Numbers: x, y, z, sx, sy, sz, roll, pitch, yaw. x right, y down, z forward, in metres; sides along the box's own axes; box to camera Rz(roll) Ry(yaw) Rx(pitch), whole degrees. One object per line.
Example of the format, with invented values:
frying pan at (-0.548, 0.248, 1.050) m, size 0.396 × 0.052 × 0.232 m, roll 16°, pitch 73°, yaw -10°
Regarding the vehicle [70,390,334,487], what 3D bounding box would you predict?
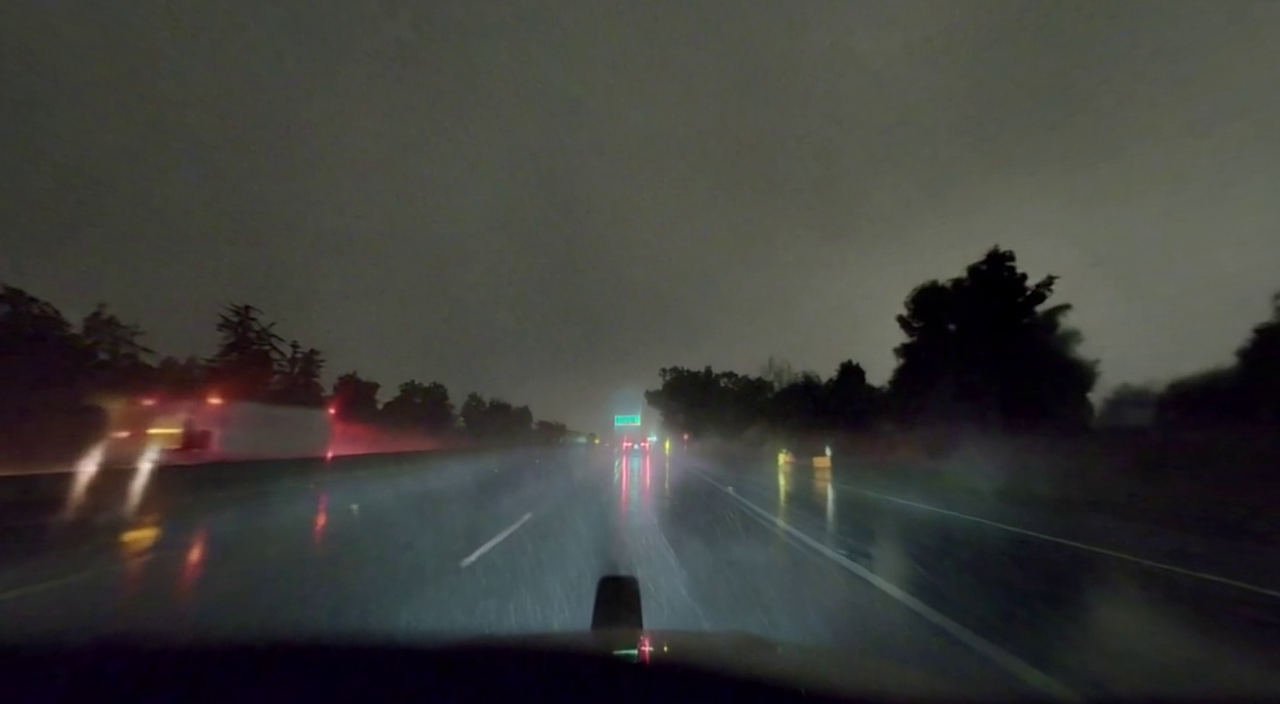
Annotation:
vehicle at (-22.844, 4.832, 35.317) m, size 3.192 × 4.094 × 16.559 m, roll 0°, pitch -8°, yaw -1°
